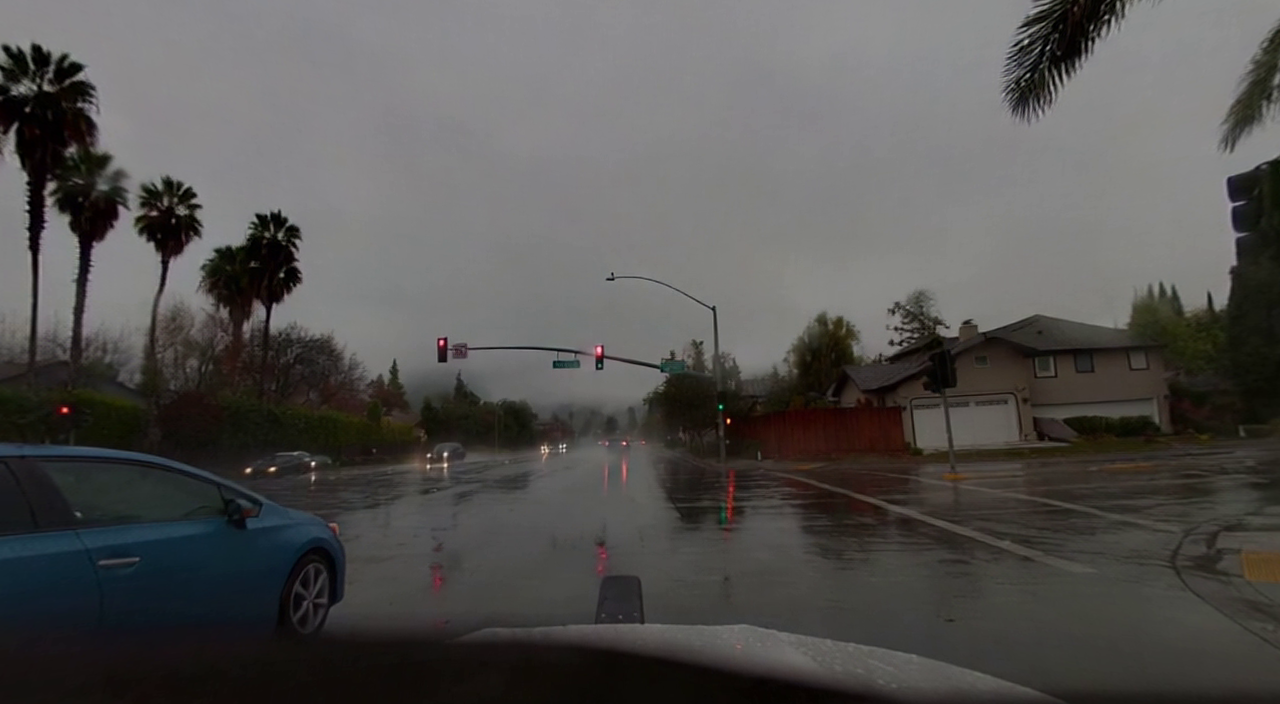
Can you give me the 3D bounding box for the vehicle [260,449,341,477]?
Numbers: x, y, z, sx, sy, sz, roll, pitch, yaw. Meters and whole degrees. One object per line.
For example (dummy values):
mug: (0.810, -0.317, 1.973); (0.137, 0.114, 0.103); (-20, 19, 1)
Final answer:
vehicle: (-20.024, 6.530, 37.554); (2.084, 1.528, 4.778); (-1, -9, 2)
